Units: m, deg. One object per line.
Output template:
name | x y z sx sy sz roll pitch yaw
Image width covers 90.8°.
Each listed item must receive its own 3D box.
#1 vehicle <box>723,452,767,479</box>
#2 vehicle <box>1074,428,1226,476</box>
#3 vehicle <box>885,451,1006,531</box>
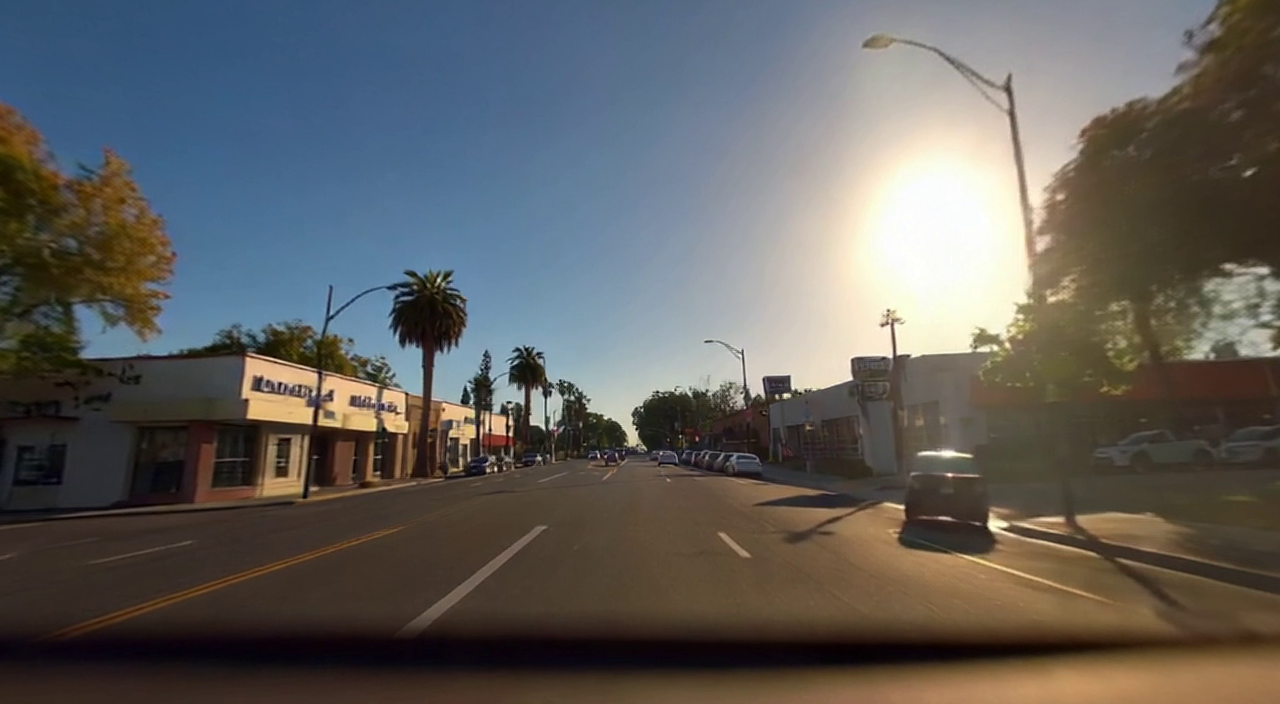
vehicle | 6.455 7.036 39.478 1.840 1.503 4.760 0 -9 -1
vehicle | 21.479 4.225 26.769 4.482 1.895 2.176 0 -9 -1
vehicle | 7.172 3.036 14.557 2.067 1.477 4.653 -5 -10 30
